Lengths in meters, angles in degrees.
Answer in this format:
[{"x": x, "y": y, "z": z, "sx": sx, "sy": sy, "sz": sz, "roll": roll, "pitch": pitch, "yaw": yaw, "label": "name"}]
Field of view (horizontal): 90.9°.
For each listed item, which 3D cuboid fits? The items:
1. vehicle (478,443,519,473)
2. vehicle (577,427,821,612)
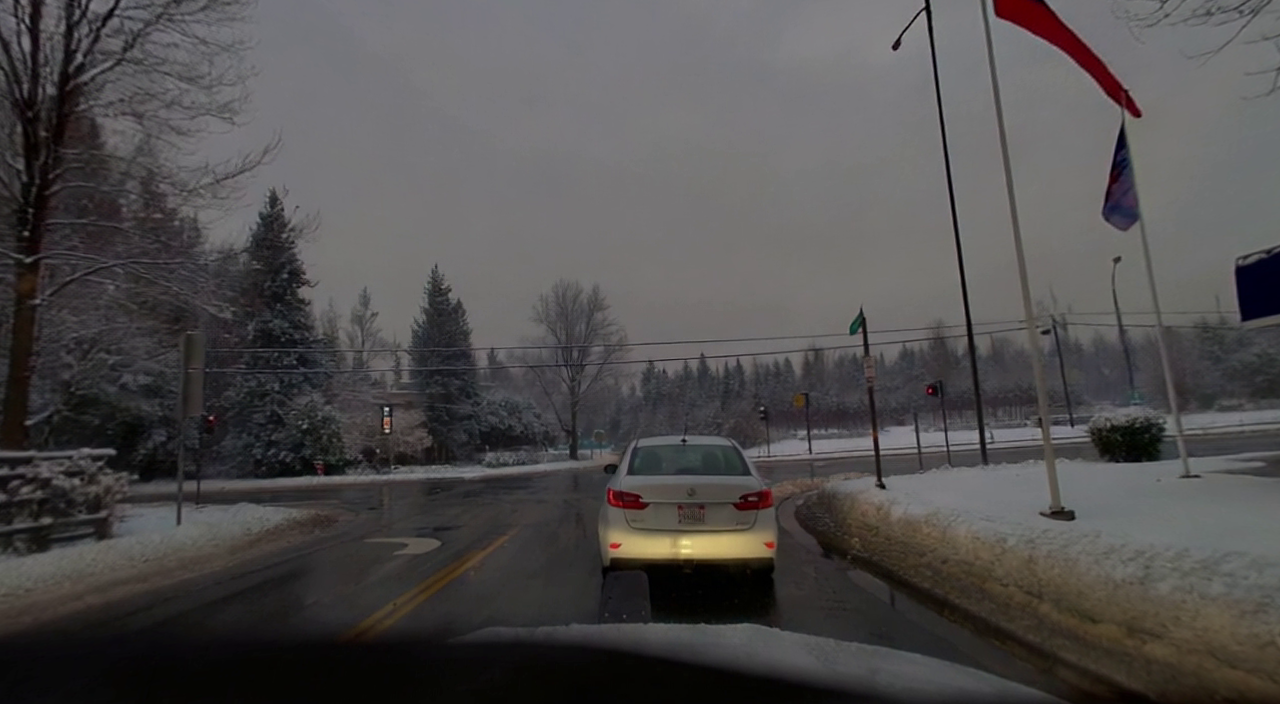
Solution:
[{"x": -9.986, "y": 7.486, "z": 44.736, "sx": 2.212, "sy": 1.948, "sz": 4.537, "roll": 0, "pitch": -9, "yaw": -5, "label": "vehicle"}, {"x": 0.395, "y": 1.647, "z": 7.012, "sx": 1.985, "sy": 1.463, "sz": 3.647, "roll": 0, "pitch": -9, "yaw": -3, "label": "vehicle"}]
